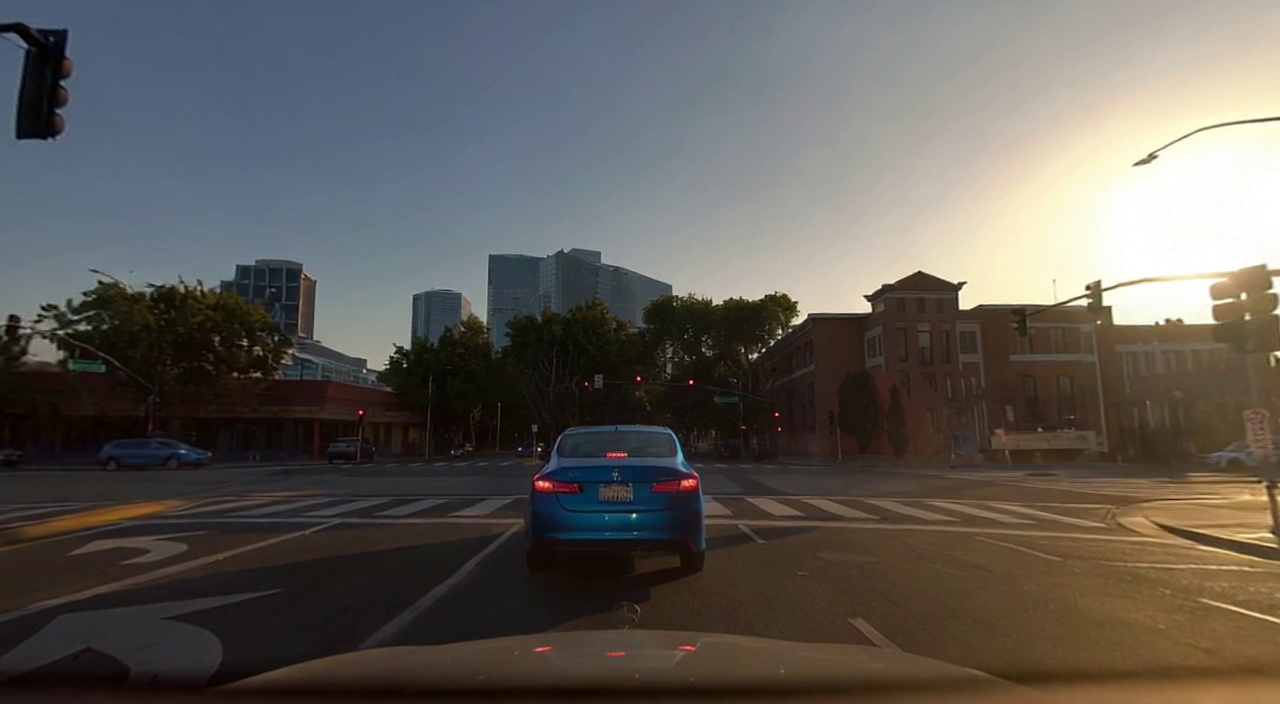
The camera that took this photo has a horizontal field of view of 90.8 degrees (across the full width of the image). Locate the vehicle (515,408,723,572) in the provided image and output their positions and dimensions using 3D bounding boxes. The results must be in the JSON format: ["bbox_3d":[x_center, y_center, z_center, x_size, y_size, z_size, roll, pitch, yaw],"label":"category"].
[{"bbox_3d":[-0.234,1.664,8.332,2.066,1.618,3.922,0,-8,-1],"label":"vehicle"}]

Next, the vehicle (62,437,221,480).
[{"bbox_3d":[-20.886,4.471,26.643,4.912,1.731,2.022,0,-8,-1],"label":"vehicle"}]
